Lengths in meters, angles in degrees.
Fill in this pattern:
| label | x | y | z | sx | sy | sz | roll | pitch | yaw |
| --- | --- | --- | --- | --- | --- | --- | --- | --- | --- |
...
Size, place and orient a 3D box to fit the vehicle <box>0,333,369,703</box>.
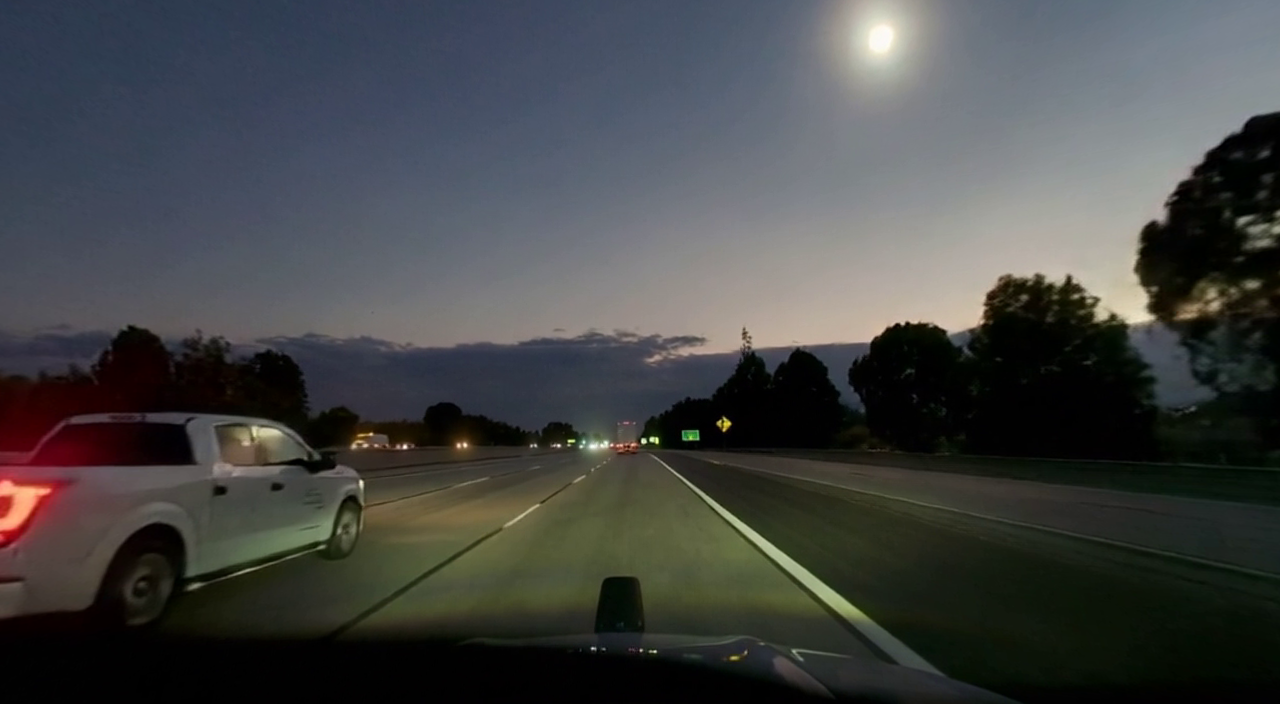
| label | x | y | z | sx | sy | sz | roll | pitch | yaw |
| --- | --- | --- | --- | --- | --- | --- | --- | --- | --- |
| vehicle | -4.139 | 0.973 | 4.224 | 2.316 | 1.731 | 5.126 | 0 | -8 | 0 |
